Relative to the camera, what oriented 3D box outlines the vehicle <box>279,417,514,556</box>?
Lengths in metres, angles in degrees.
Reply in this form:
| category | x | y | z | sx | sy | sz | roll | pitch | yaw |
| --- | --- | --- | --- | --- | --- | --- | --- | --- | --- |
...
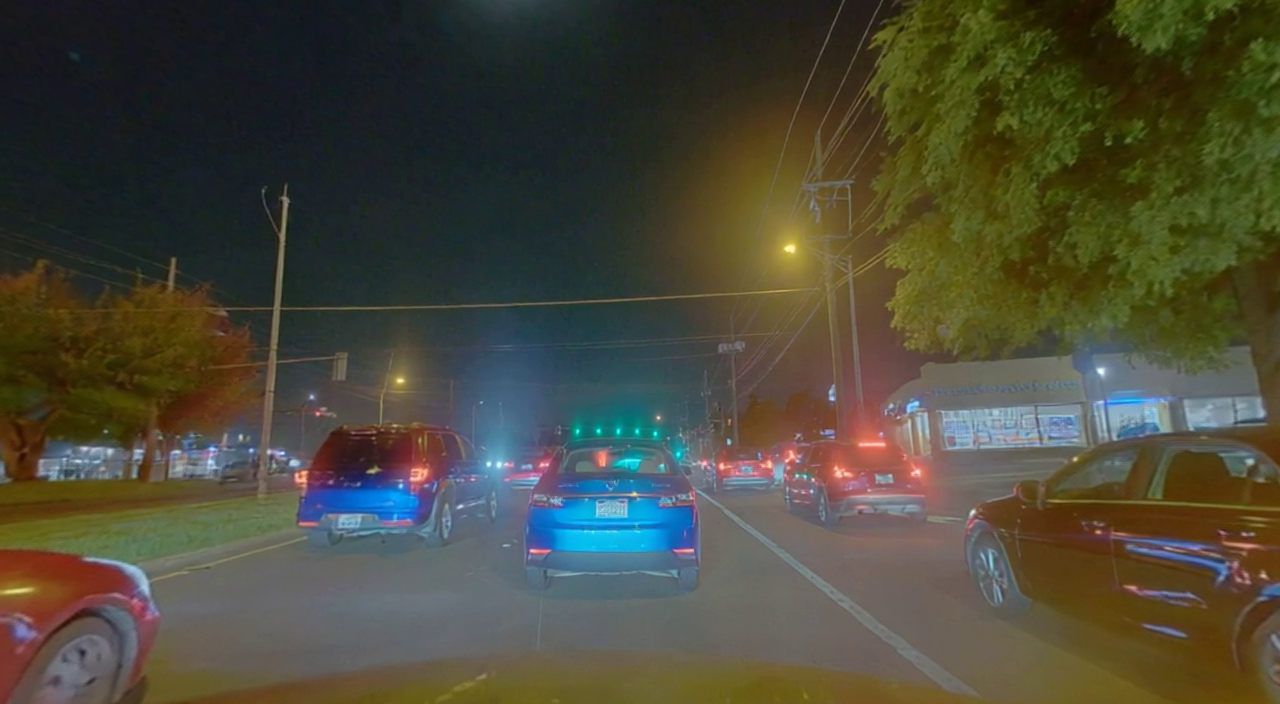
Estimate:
| category | x | y | z | sx | sy | sz | roll | pitch | yaw |
| --- | --- | --- | --- | --- | --- | --- | --- | --- | --- |
| vehicle | -3.414 | 1.972 | 9.942 | 1.979 | 1.697 | 4.254 | 0 | -9 | 0 |

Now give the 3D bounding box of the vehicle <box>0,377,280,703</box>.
| category | x | y | z | sx | sy | sz | roll | pitch | yaw |
| --- | --- | --- | --- | --- | --- | --- | --- | --- | --- |
| vehicle | -2.865 | 0.693 | 0.954 | 1.984 | 1.496 | 4.530 | 0 | -9 | 0 |

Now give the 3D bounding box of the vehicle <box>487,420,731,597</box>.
| category | x | y | z | sx | sy | sz | roll | pitch | yaw |
| --- | --- | --- | --- | --- | --- | --- | --- | --- | --- |
| vehicle | -0.313 | 1.637 | 7.422 | 2.097 | 1.511 | 3.809 | 0 | -9 | -2 |

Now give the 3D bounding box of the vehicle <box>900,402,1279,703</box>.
| category | x | y | z | sx | sy | sz | roll | pitch | yaw |
| --- | --- | --- | --- | --- | --- | --- | --- | --- | --- |
| vehicle | 3.666 | 1.190 | 4.189 | 1.929 | 1.479 | 4.723 | 0 | -9 | 1 |

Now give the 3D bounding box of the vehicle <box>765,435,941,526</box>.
| category | x | y | z | sx | sy | sz | roll | pitch | yaw |
| --- | --- | --- | --- | --- | --- | --- | --- | --- | --- |
| vehicle | 3.934 | 2.446 | 12.594 | 1.909 | 1.473 | 4.361 | 0 | -9 | -1 |
